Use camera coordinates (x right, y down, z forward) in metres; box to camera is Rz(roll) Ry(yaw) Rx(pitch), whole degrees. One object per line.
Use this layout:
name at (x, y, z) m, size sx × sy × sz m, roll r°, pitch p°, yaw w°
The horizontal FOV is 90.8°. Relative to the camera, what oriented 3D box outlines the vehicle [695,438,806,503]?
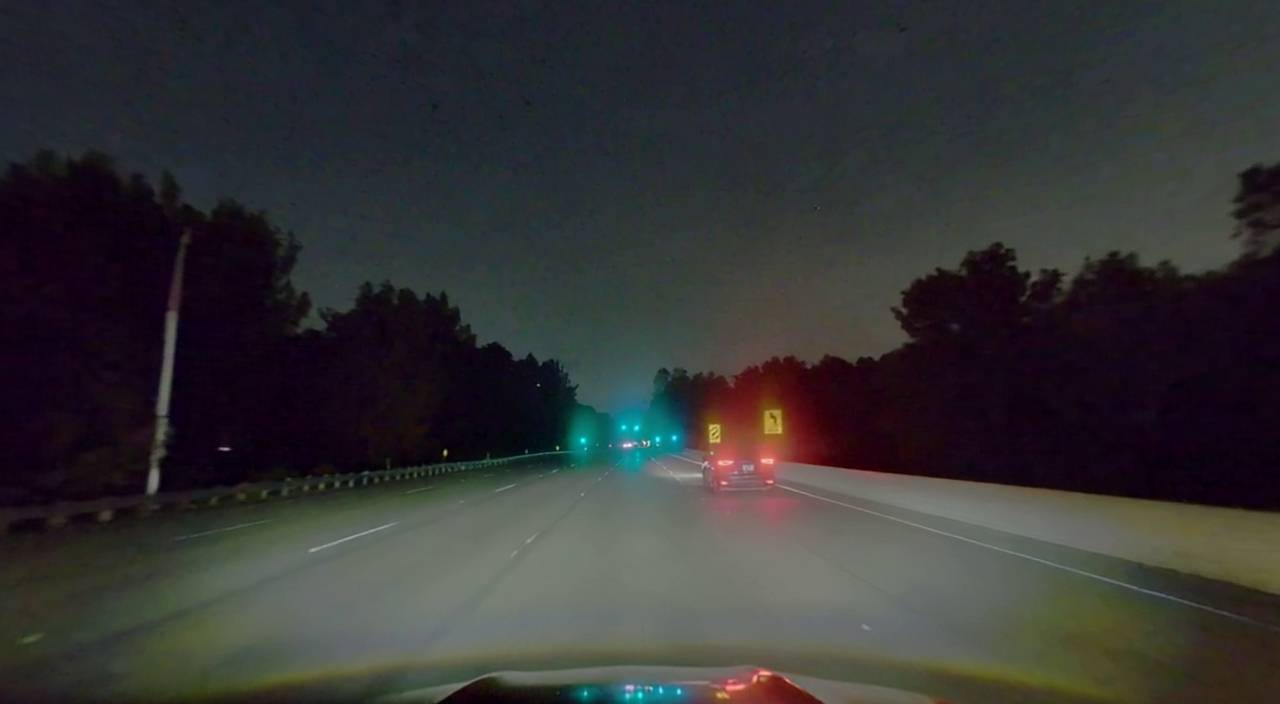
vehicle at (2.721, 3.037, 16.679) m, size 2.042 × 1.469 × 4.470 m, roll 0°, pitch -8°, yaw -1°
